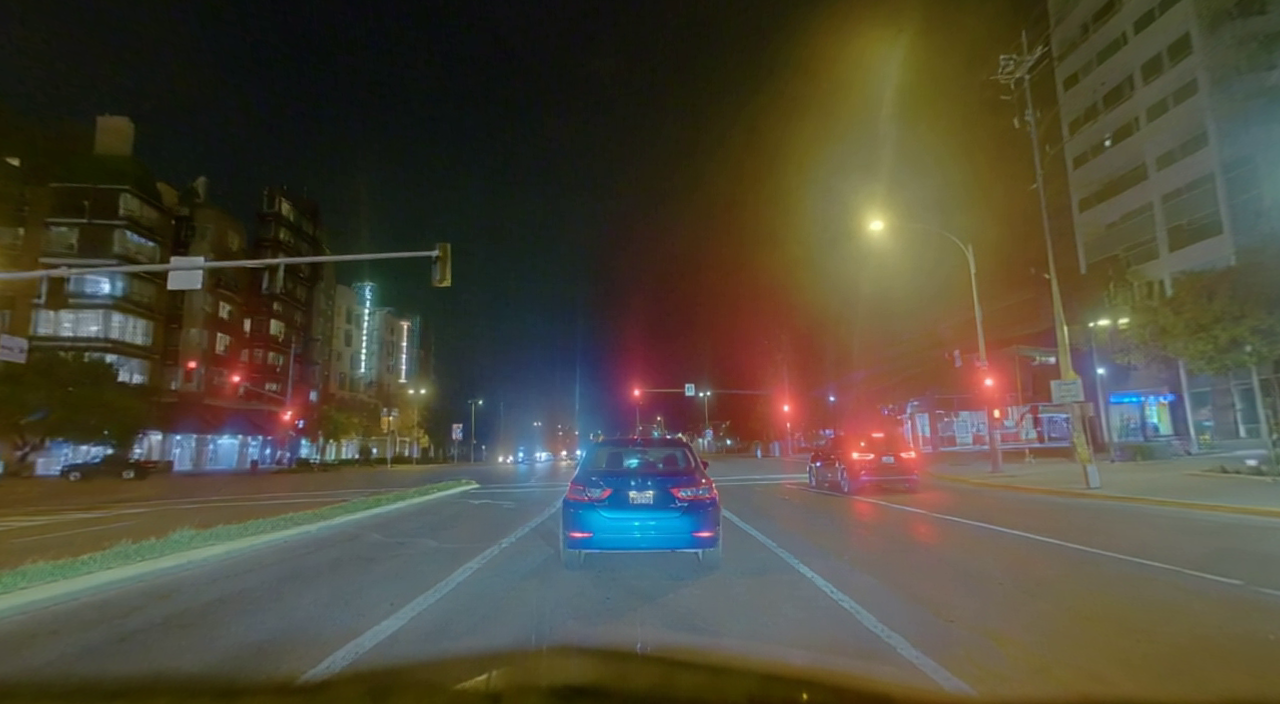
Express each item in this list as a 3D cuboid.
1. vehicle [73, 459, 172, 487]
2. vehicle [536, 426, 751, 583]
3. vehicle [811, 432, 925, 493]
[{"bbox_3d":[-32.399,7.561,39.644,4.401,1.625,1.863,0,-8,-4],"label":"vehicle"},{"bbox_3d":[-0.022,1.783,8.267,2.070,1.488,4.206,0,-8,-2],"label":"vehicle"},{"bbox_3d":[7.049,3.440,20.061,2.039,1.692,4.319,0,-8,1],"label":"vehicle"}]
